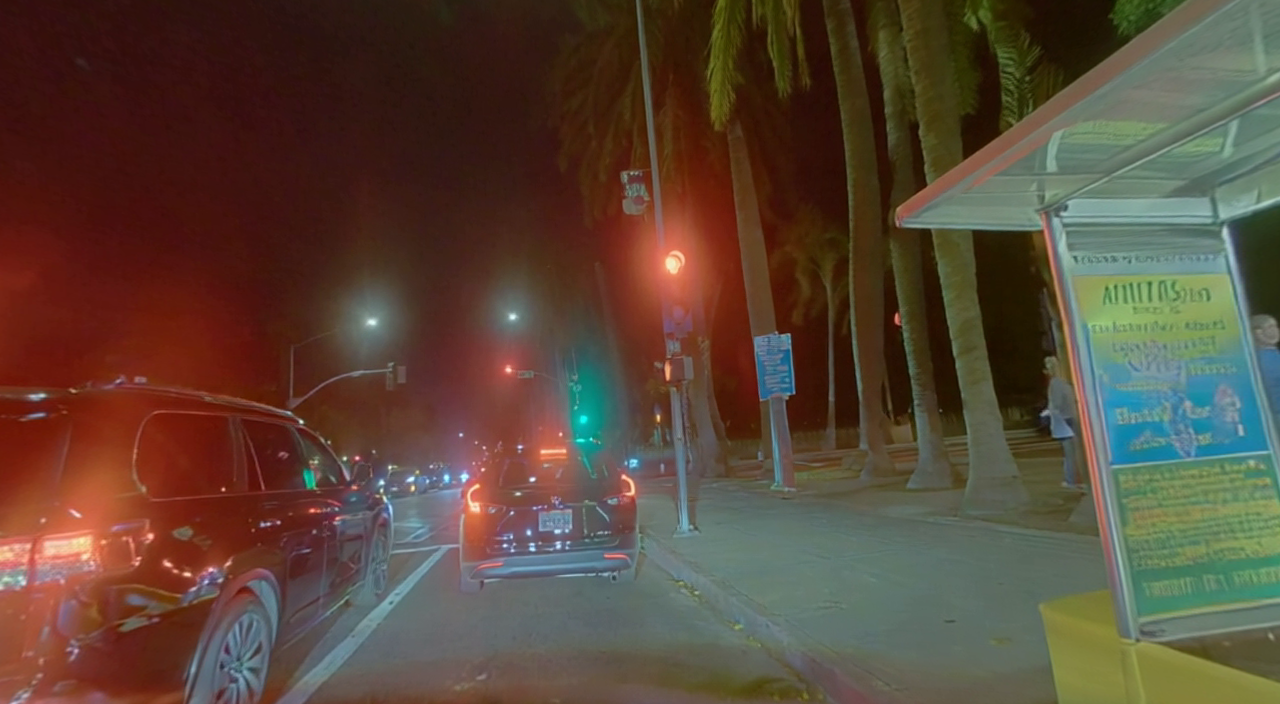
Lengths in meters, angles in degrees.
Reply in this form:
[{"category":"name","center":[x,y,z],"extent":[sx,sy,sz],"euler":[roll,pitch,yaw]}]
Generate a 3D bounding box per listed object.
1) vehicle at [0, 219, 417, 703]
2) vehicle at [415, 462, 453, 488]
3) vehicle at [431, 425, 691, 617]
[{"category":"vehicle","center":[-2.766,0.907,3.227],"extent":[2.098,1.851,4.571],"euler":[1,-9,-7]},{"category":"vehicle","center":[-14.623,8.688,44.989],"extent":[1.964,1.642,4.085],"euler":[1,-9,-10]},{"category":"vehicle","center":[-1.014,1.651,7.233],"extent":[2.065,1.467,4.289],"euler":[2,-9,-11]}]
